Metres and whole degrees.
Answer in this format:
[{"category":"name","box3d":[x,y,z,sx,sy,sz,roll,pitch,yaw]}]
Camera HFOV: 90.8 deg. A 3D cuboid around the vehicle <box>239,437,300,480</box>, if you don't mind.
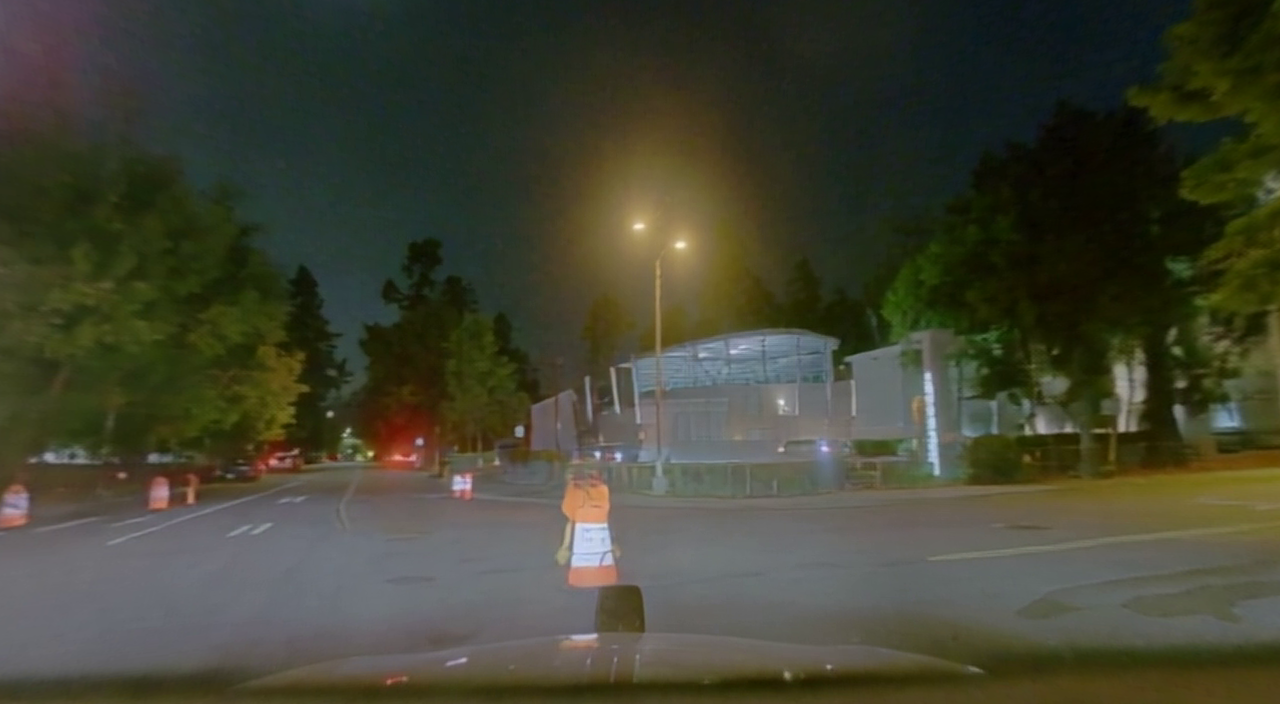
[{"category":"vehicle","box3d":[-27.994,8.002,48.073,2.510,2.889,6.493,1,-7,-17]}]
